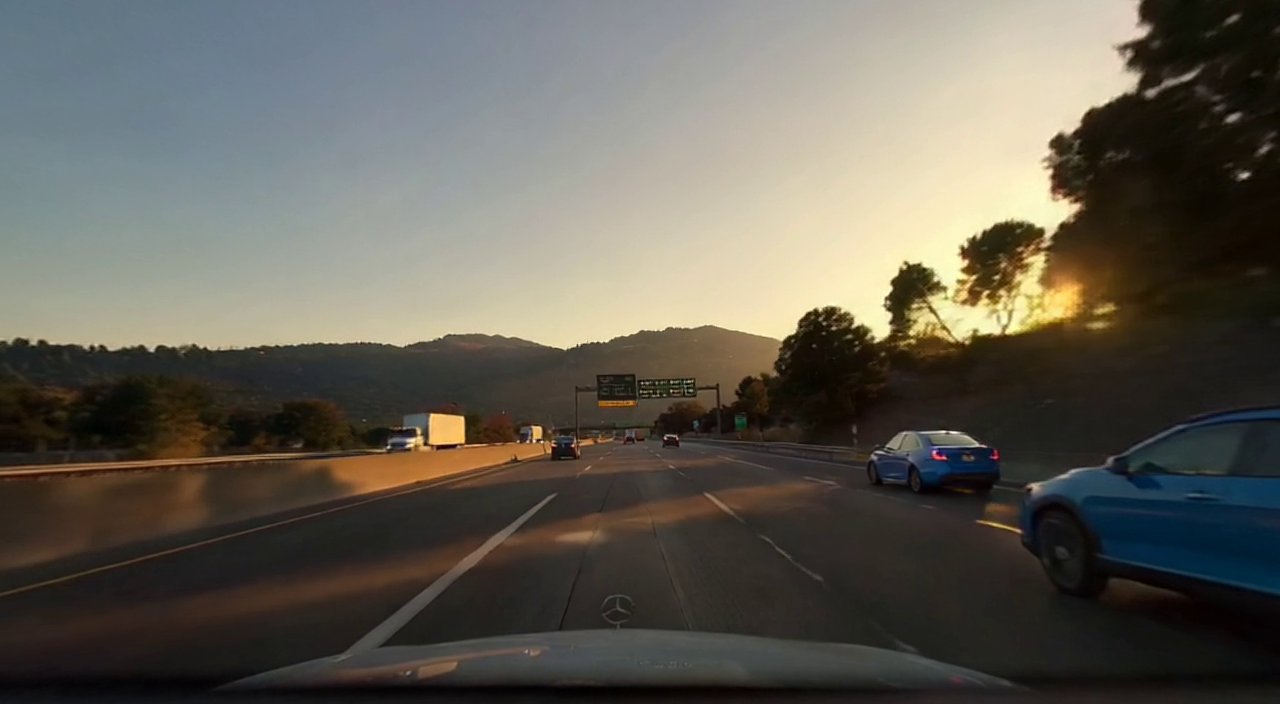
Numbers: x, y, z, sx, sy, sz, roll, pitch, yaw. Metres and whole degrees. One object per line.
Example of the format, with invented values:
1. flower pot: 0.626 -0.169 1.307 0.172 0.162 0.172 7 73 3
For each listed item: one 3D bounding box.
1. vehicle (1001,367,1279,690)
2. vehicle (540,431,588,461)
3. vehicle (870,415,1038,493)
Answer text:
1. vehicle: 4.148 0.896 3.299 2.011 1.576 4.060 0 -8 -1
2. vehicle: -3.928 4.903 33.175 2.032 1.465 4.316 0 -8 -1
3. vehicle: 7.324 2.402 15.211 1.956 1.634 3.935 0 -8 -1
